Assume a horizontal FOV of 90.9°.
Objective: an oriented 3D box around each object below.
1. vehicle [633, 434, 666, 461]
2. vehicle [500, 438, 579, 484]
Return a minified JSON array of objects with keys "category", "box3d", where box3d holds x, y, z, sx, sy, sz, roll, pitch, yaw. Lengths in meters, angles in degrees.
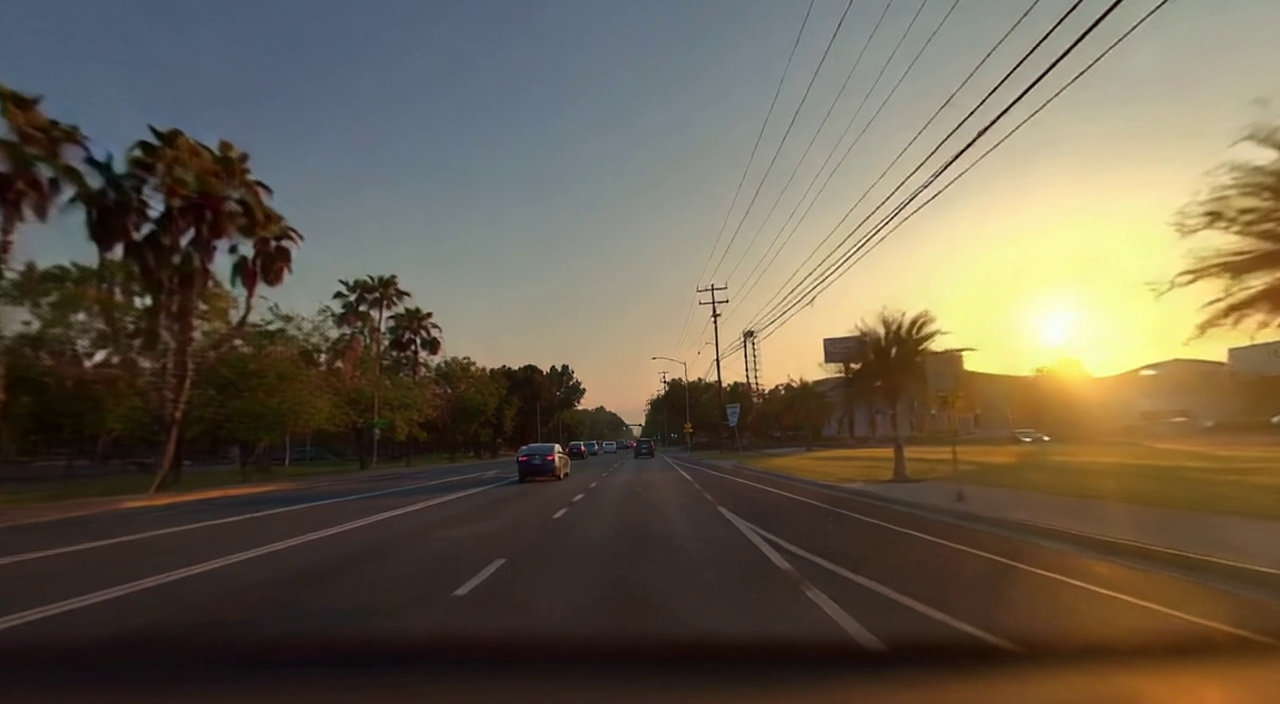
[{"category":"vehicle","box3d":[0.634,6.683,44.130,2.155,1.781,3.977,0,-9,0]},{"category":"vehicle","box3d":[-3.411,3.798,22.228,1.982,1.451,4.152,-1,-9,2]}]
